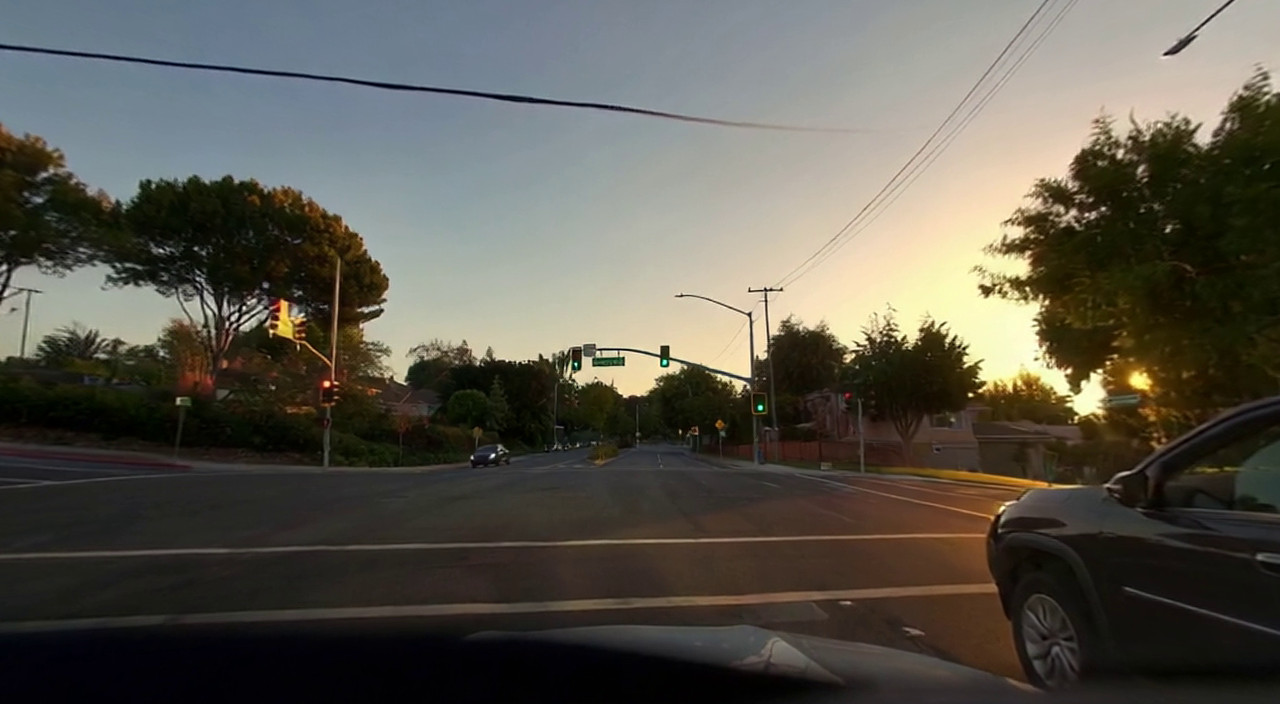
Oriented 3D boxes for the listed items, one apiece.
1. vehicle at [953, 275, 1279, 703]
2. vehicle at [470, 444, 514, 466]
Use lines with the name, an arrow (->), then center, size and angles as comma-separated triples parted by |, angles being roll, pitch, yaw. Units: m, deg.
vehicle -> 3.242, 0.625, 1.728 | 2.256, 1.856, 4.840 | 0, -8, 0
vehicle -> -10.429, 7.254, 44.726 | 1.983, 1.482, 4.190 | -1, -8, 2
